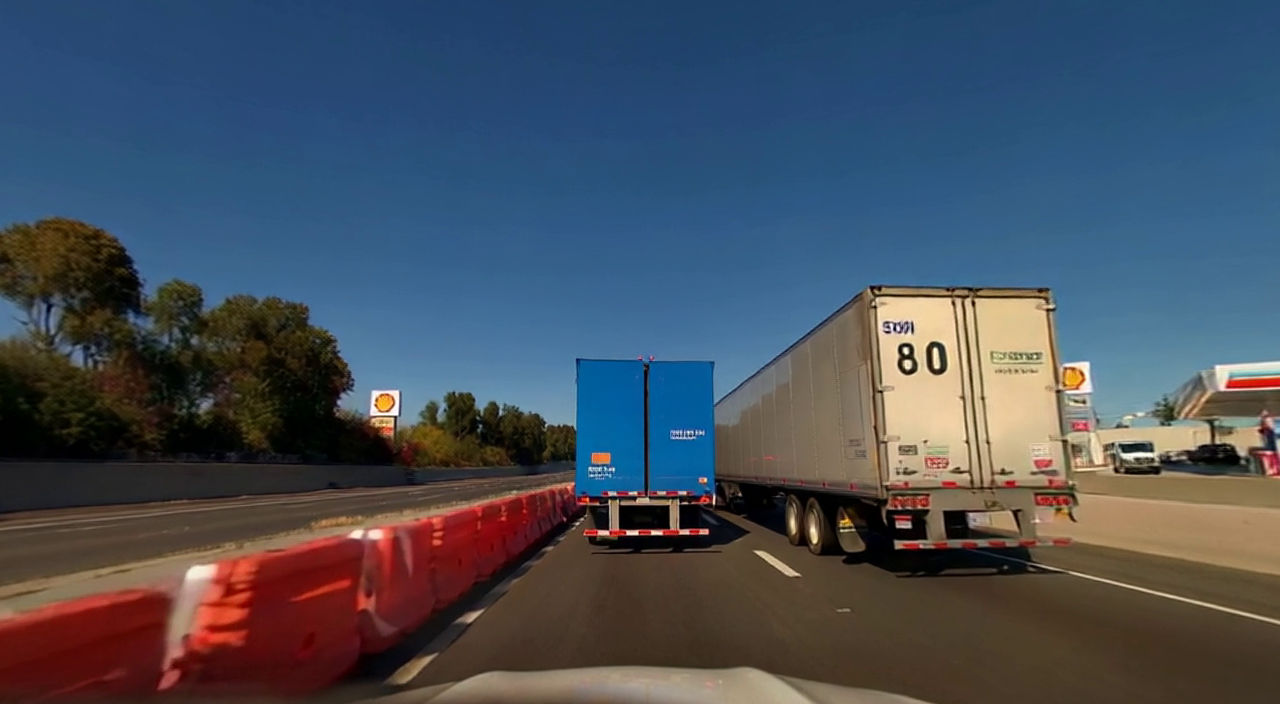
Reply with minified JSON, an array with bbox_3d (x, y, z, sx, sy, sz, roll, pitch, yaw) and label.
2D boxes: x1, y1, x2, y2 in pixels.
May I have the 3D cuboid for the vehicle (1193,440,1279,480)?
[{"bbox_3d":[24.673,4.236,24.496,1.762,1.470,4.485,3,-11,-10],"label":"vehicle"}]

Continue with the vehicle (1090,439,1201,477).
[{"bbox_3d":[24.784,5.259,31.110,1.919,1.722,4.024,1,-10,-3],"label":"vehicle"}]

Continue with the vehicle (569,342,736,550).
[{"bbox_3d":[0.166,2.260,14.466,2.618,3.306,8.676,1,-10,-1],"label":"vehicle"}]

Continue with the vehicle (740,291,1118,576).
[{"bbox_3d":[4.402,1.842,12.820,2.936,3.640,9.443,1,-10,-2],"label":"vehicle"}]
